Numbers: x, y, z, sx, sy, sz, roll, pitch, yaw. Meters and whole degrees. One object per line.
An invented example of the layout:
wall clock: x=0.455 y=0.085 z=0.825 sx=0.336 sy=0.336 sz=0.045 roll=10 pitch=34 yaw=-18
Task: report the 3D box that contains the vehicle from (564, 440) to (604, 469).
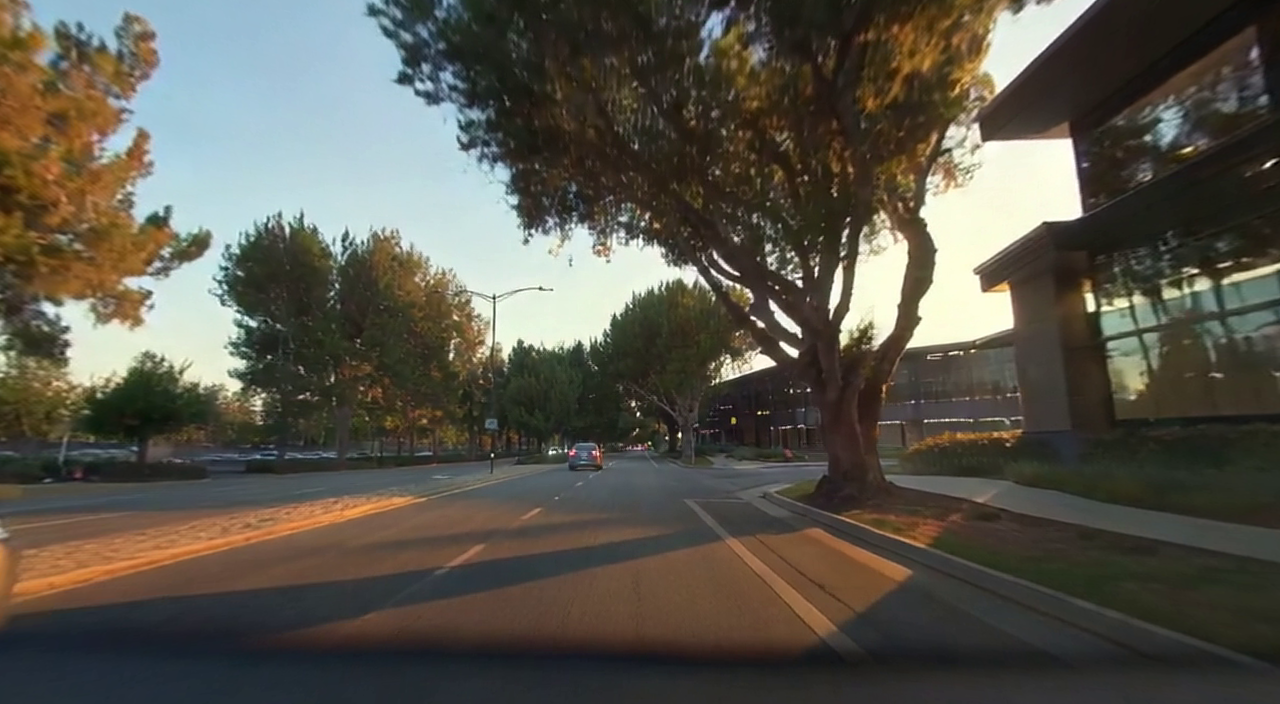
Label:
vehicle: x=-3.612 y=6.709 z=41.404 sx=2.179 sy=1.771 sz=4.267 roll=0 pitch=-9 yaw=0
